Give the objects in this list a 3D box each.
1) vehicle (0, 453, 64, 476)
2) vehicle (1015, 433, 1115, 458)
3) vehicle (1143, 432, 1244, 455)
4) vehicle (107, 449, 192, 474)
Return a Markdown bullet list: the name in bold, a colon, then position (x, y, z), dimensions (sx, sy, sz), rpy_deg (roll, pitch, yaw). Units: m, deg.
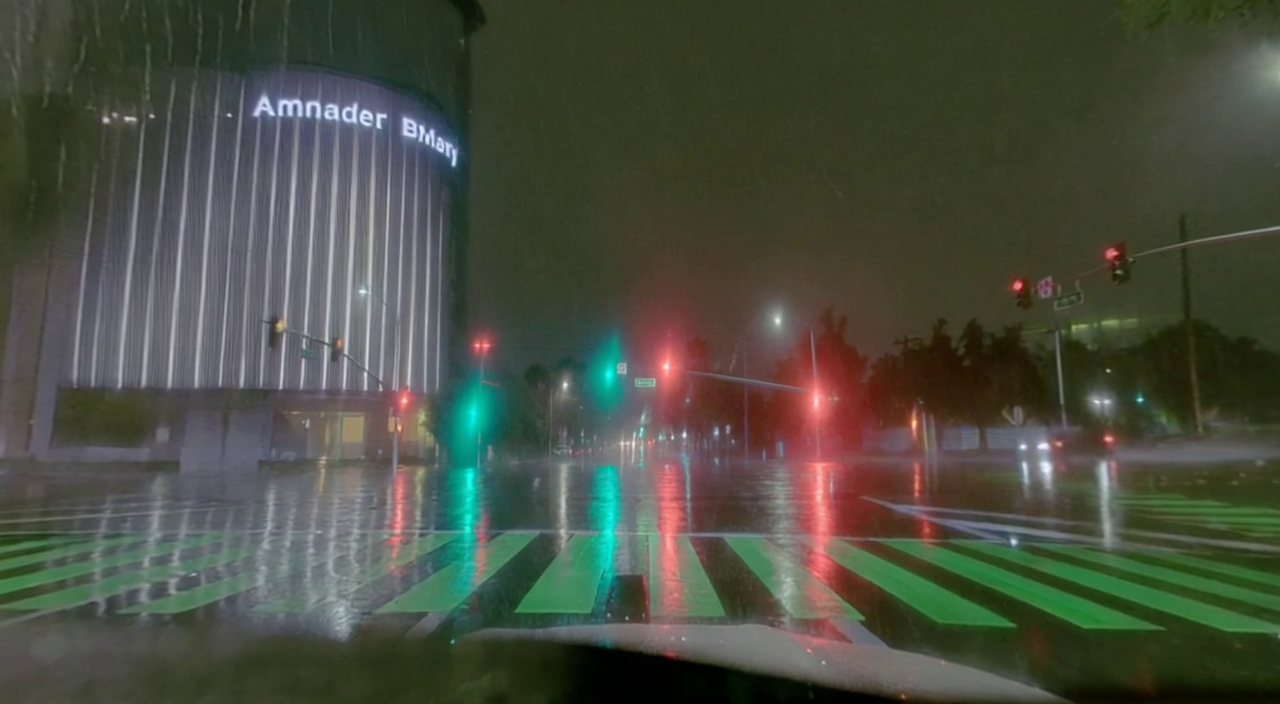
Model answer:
- **vehicle**: position (-41.738, 7.623, 42.688), dimensions (3.698, 1.467, 1.779), rpy_deg (0, -8, 1)
- **vehicle**: position (25.542, 5.628, 37.992), dimensions (4.529, 1.457, 1.981), rpy_deg (-1, -8, 4)
- **vehicle**: position (36.152, 6.022, 41.259), dimensions (4.767, 1.456, 1.858), rpy_deg (0, -8, 2)
- **vehicle**: position (-33.155, 7.397, 42.691), dimensions (4.136, 1.661, 1.857), rpy_deg (0, -8, 1)
